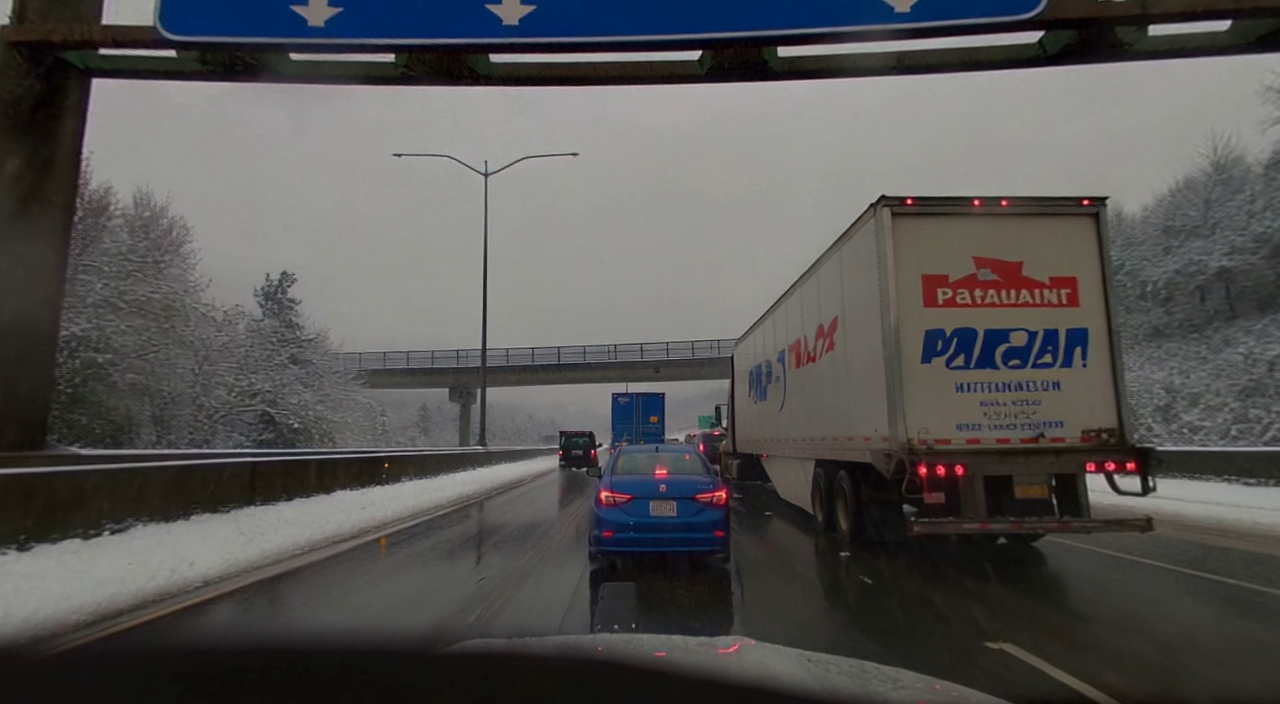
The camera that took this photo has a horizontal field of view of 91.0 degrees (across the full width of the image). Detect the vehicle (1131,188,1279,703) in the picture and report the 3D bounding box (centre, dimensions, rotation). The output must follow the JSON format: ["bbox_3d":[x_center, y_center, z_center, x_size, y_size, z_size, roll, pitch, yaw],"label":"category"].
[{"bbox_3d":[4.733,0.129,0.637,2.892,2.615,6.650,0,-8,-2],"label":"vehicle"}]

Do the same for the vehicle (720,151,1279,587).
[{"bbox_3d":[4.195,1.055,12.962,2.827,4.081,14.305,0,-8,-1],"label":"vehicle"}]

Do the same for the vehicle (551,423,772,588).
[{"bbox_3d":[0.185,1.687,7.716,2.045,1.490,3.597,-1,-8,0],"label":"vehicle"}]
